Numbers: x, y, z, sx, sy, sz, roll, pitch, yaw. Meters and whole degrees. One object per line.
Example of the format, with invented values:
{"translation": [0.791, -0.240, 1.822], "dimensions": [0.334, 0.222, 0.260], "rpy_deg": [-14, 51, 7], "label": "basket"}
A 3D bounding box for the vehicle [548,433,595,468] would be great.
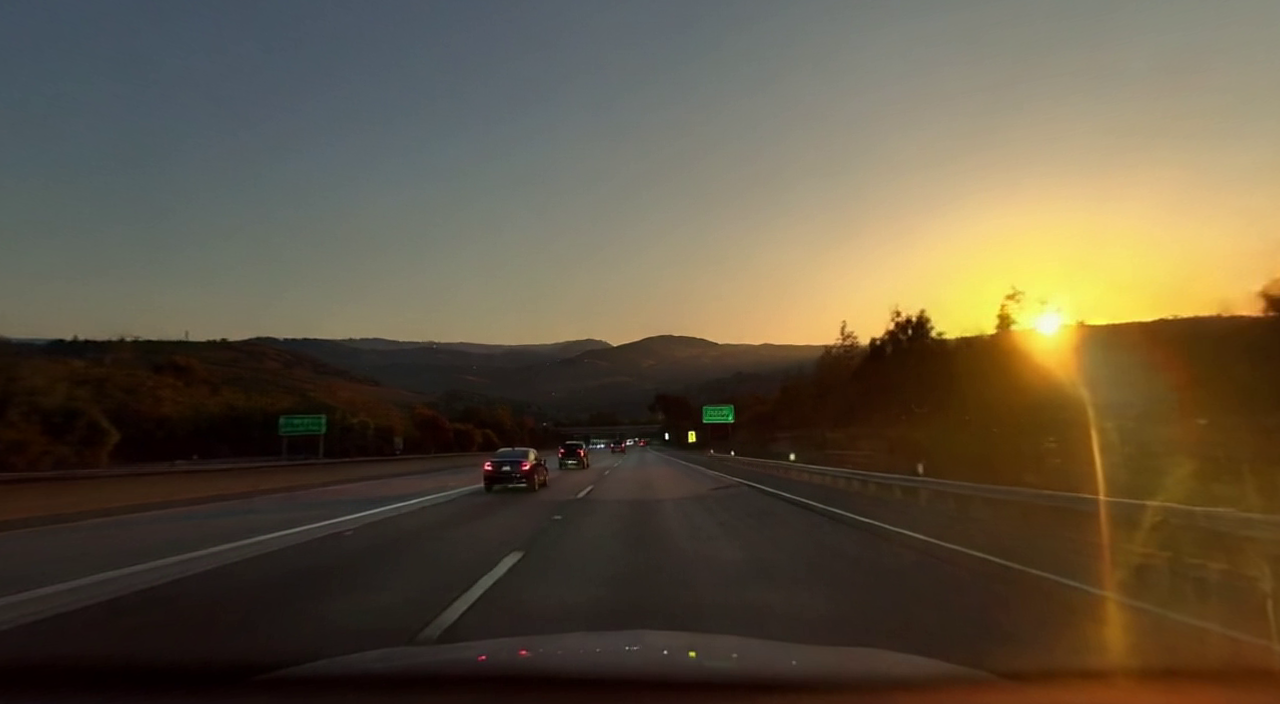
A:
{"translation": [-3.894, 5.712, 36.498], "dimensions": [2.177, 1.852, 4.427], "rpy_deg": [0, -9, 1], "label": "vehicle"}

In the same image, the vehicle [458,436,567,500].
{"translation": [-3.377, 3.185, 17.682], "dimensions": [2.044, 1.527, 4.607], "rpy_deg": [0, -9, 0], "label": "vehicle"}
